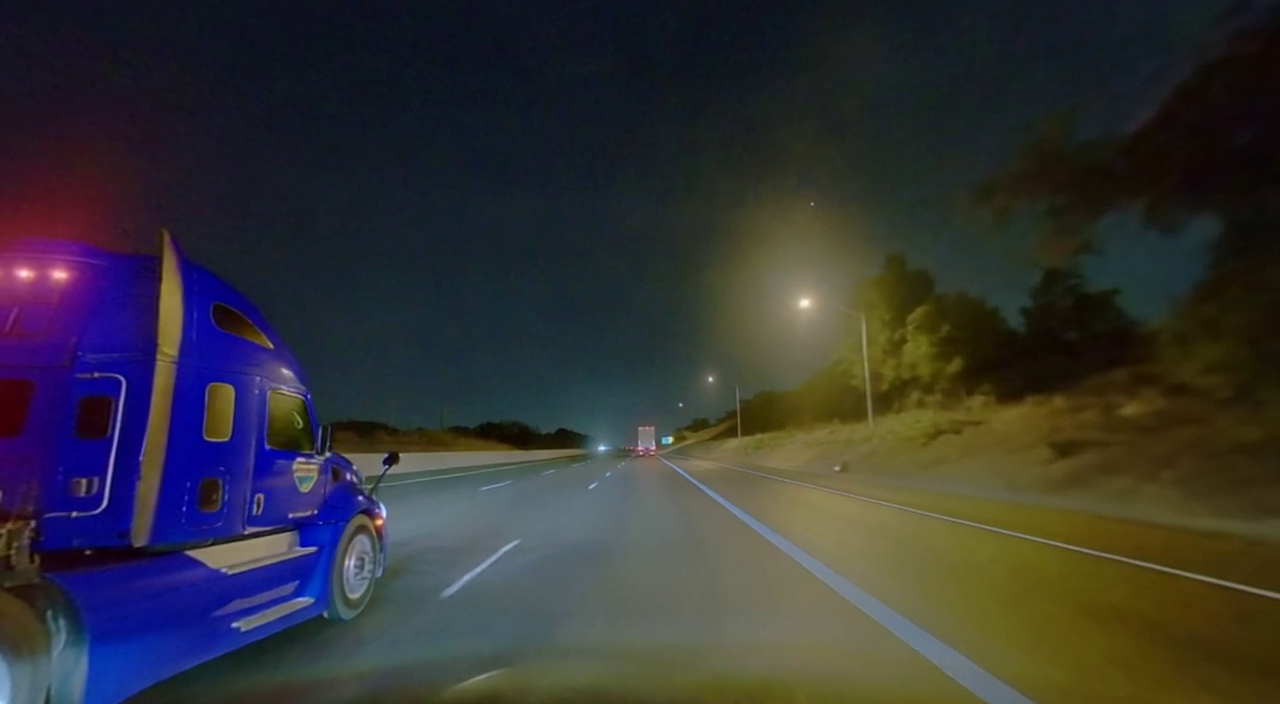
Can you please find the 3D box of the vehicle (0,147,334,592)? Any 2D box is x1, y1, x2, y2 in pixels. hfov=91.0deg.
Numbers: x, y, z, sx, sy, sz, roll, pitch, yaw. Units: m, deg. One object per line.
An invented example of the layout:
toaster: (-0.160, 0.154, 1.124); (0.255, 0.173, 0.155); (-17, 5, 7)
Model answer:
vehicle: (-7.192, 0.352, 6.933); (2.996, 3.947, 8.600); (0, -9, 2)
